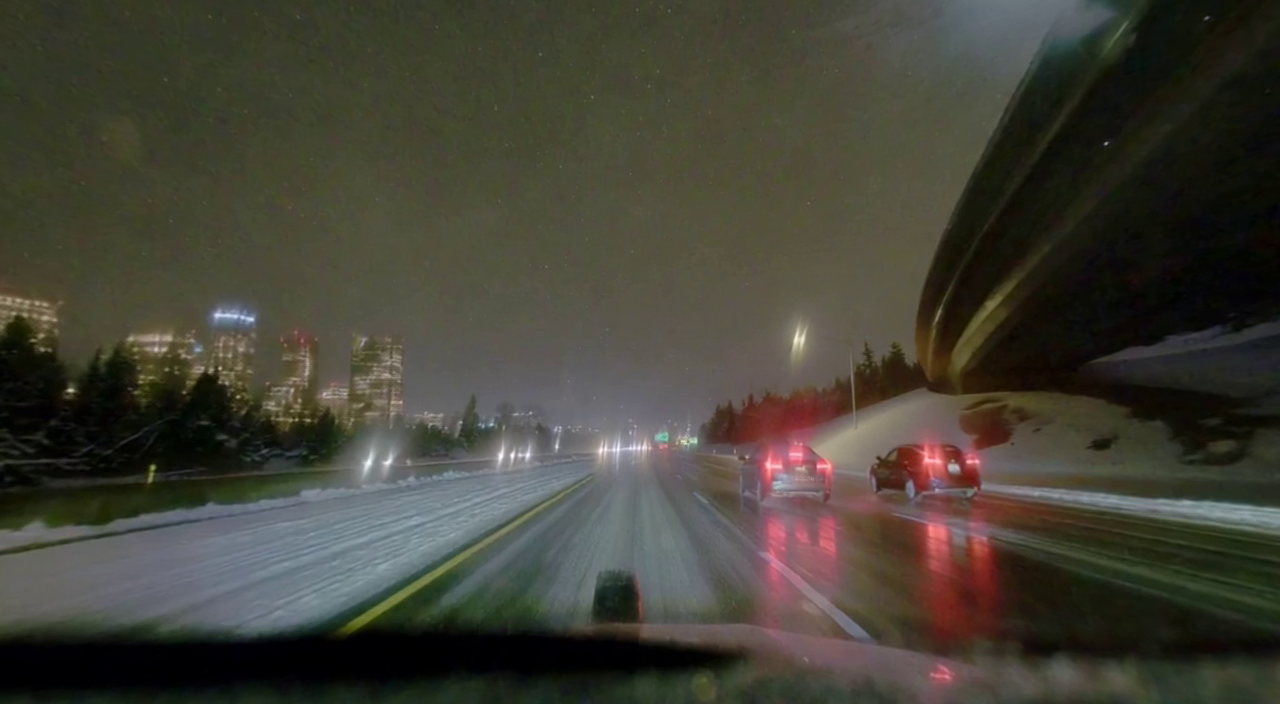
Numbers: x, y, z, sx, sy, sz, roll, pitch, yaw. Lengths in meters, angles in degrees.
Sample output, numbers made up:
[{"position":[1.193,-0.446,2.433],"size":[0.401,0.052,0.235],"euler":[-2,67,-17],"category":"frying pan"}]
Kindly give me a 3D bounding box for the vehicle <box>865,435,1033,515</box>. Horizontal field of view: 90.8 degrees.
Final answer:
[{"position":[6.931,2.762,14.698],"size":[1.856,1.592,3.920],"euler":[0,-8,-1],"category":"vehicle"}]

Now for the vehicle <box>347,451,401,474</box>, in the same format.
[{"position":[-20.569,8.578,49.048],"size":[2.063,1.627,4.508],"euler":[-1,-8,3],"category":"vehicle"}]

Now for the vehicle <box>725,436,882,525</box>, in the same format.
[{"position":[3.159,2.590,13.357],"size":[1.982,1.533,4.612],"euler":[0,-8,-1],"category":"vehicle"}]
